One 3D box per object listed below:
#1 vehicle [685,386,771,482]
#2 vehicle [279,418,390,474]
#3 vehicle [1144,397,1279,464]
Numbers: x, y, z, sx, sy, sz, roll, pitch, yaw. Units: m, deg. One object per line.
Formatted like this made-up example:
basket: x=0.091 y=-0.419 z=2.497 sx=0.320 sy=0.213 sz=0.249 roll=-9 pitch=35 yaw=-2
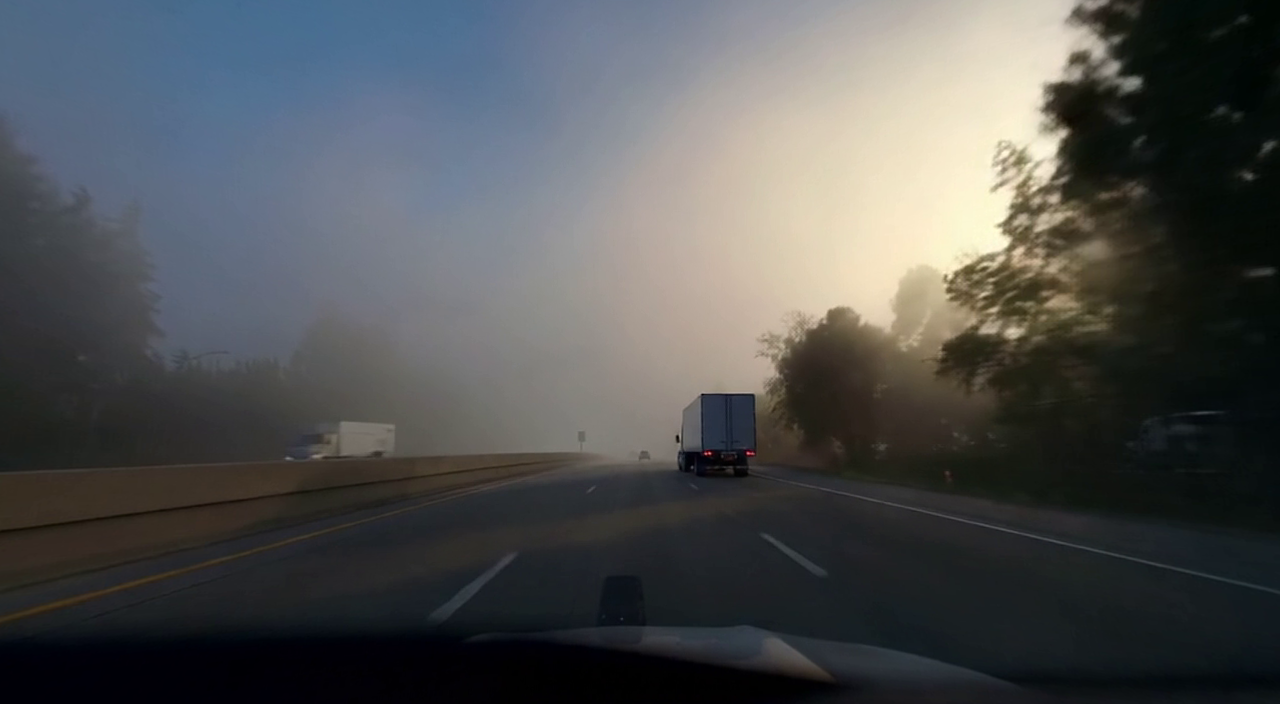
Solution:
vehicle: x=4.443 y=4.629 z=34.911 sx=3.058 sy=4.312 sz=12.251 roll=0 pitch=-8 yaw=0
vehicle: x=-19.888 y=6.250 z=41.822 sx=2.922 sy=3.301 sz=8.505 roll=0 pitch=-9 yaw=1
vehicle: x=40.099 y=5.606 z=43.676 sx=3.058 sy=4.007 sz=11.965 roll=-2 pitch=-9 yaw=14
